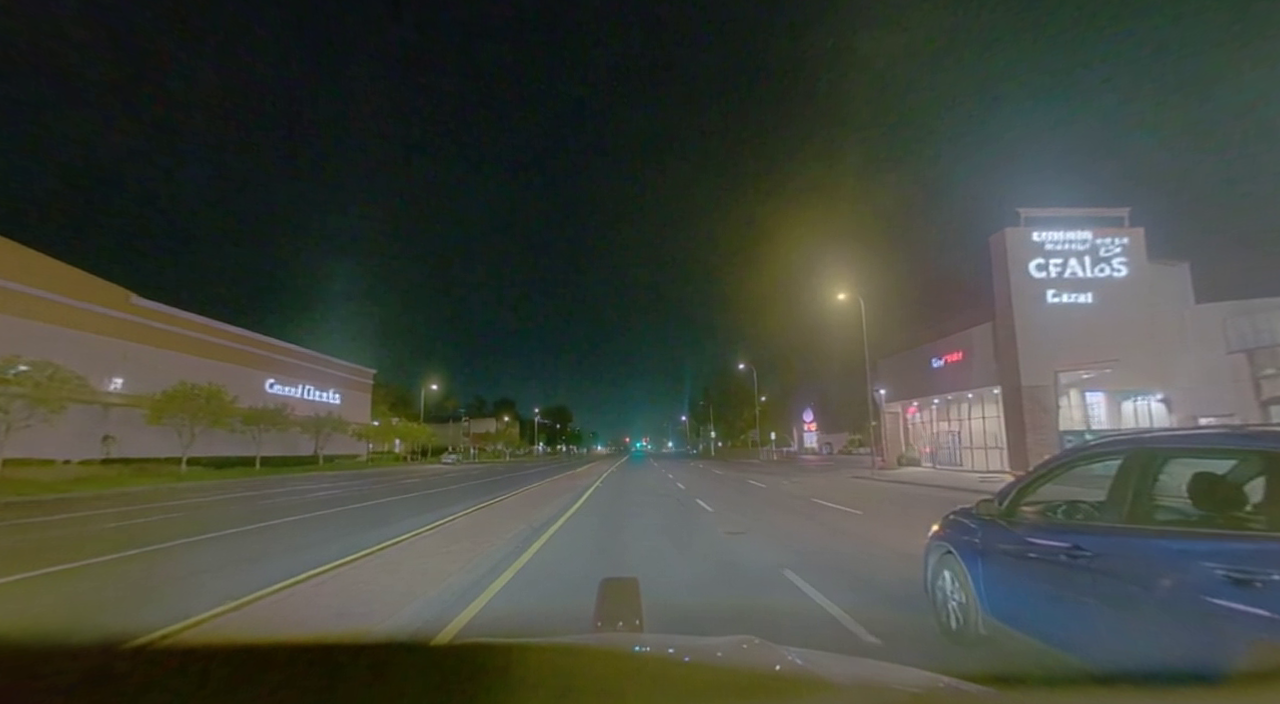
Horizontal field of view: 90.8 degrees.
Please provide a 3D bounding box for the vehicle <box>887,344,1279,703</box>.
[{"bbox_3d":[3.028,0.867,2.476,2.015,1.641,4.995,0,-8,-1],"label":"vehicle"}]
